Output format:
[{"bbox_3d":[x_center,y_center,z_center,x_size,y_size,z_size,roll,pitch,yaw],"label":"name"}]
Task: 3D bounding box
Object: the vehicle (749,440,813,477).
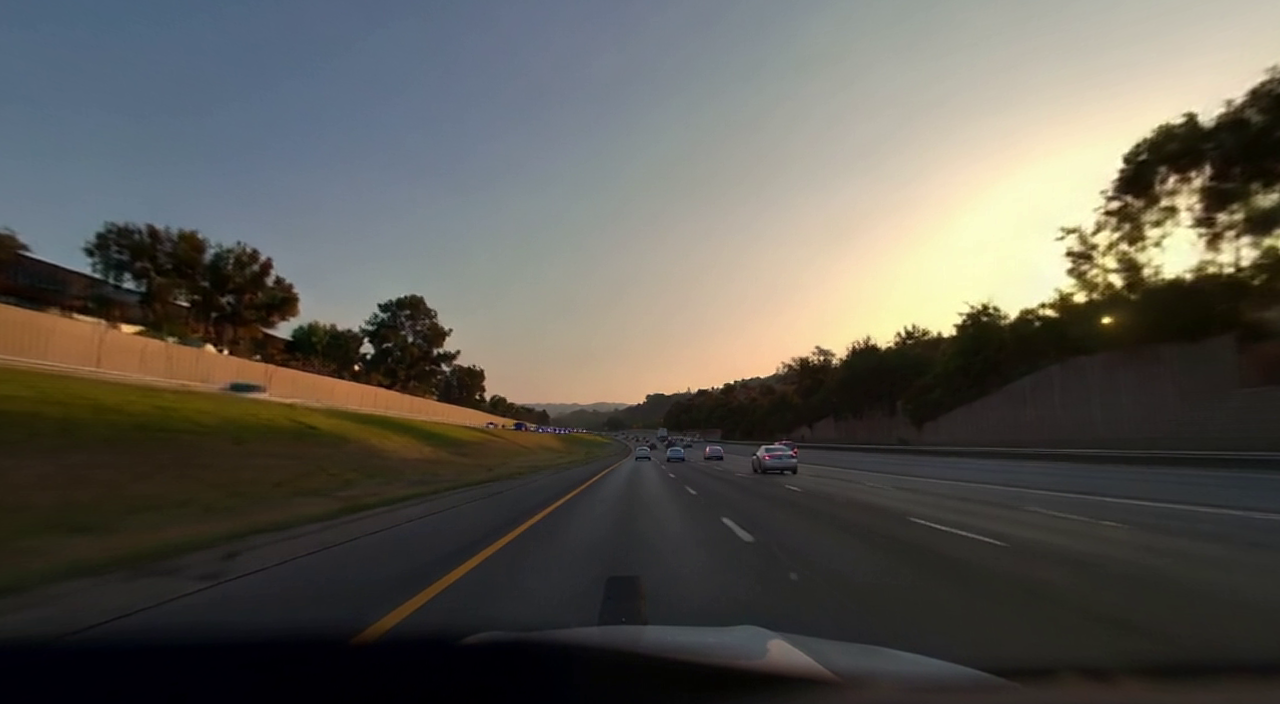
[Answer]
[{"bbox_3d":[6.938,5.276,31.444,2.048,1.697,4.689,0,-9,-1],"label":"vehicle"}]
